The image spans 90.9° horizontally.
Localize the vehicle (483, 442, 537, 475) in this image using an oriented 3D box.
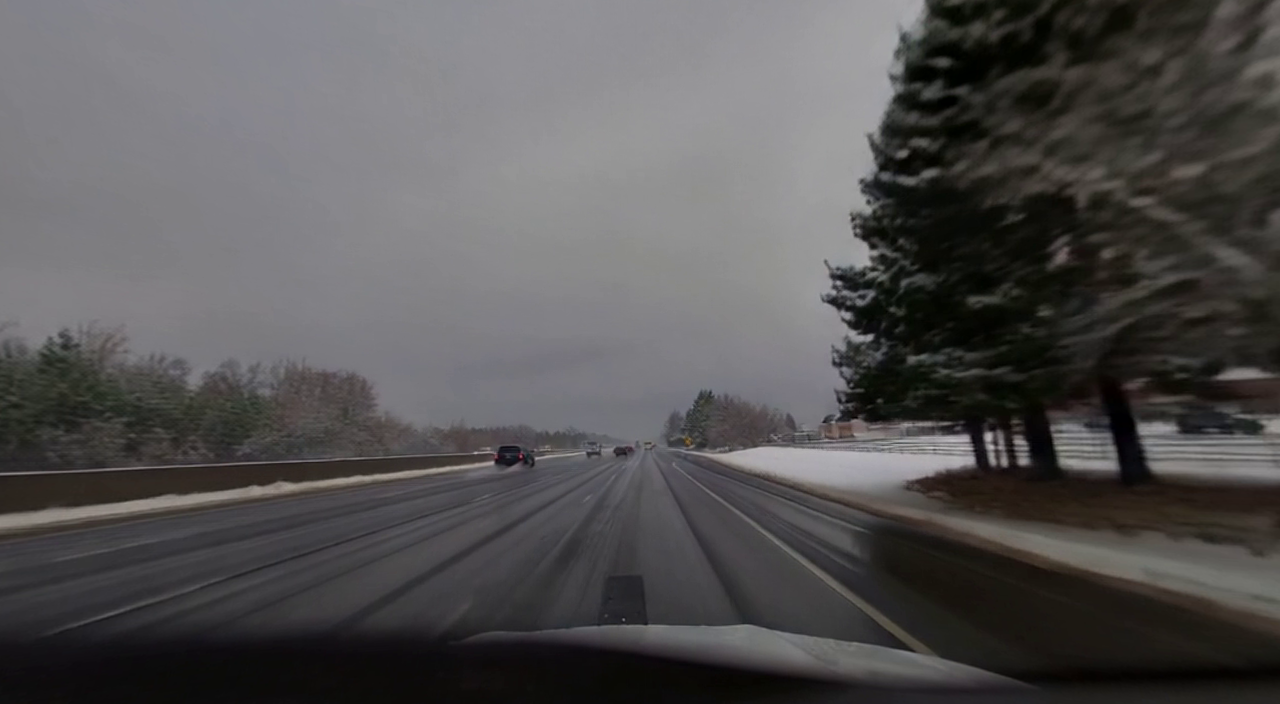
[{"bbox_3d":[-7.251,5.963,35.612,2.021,1.699,4.324,0,-8,1],"label":"vehicle"}]
